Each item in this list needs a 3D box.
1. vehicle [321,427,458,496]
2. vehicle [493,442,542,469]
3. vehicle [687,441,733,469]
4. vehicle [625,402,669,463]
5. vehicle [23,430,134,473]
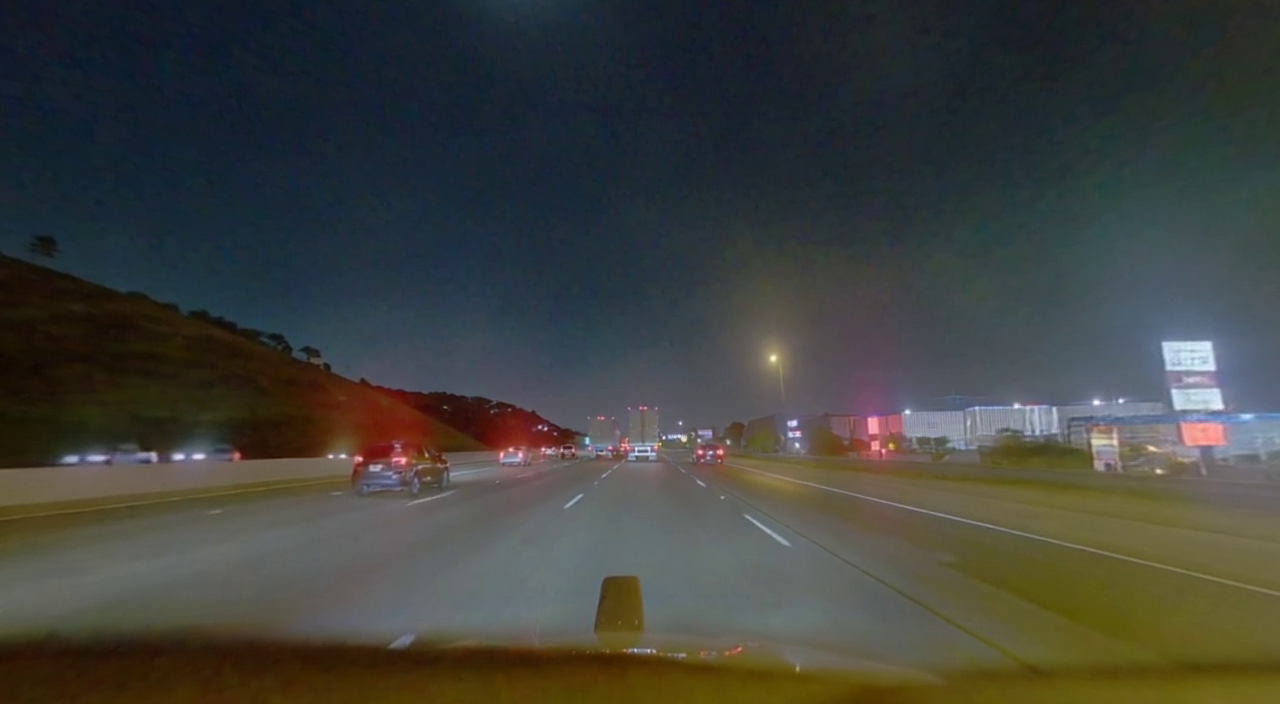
[{"bbox_3d":[-7.071,3.160,18.470,2.122,1.754,4.379,0,-9,1],"label":"vehicle"},{"bbox_3d":[-7.167,6.096,37.375,1.891,1.460,4.506,0,-9,1],"label":"vehicle"},{"bbox_3d":[3.756,5.646,34.738,2.006,1.452,4.246,0,-9,-1],"label":"vehicle"},{"bbox_3d":[0.395,6.306,48.612,2.969,4.104,10.906,0,-9,-1],"label":"vehicle"},{"bbox_3d":[-40.730,7.229,46.030,2.899,2.889,5.481,-1,-8,0],"label":"vehicle"}]
